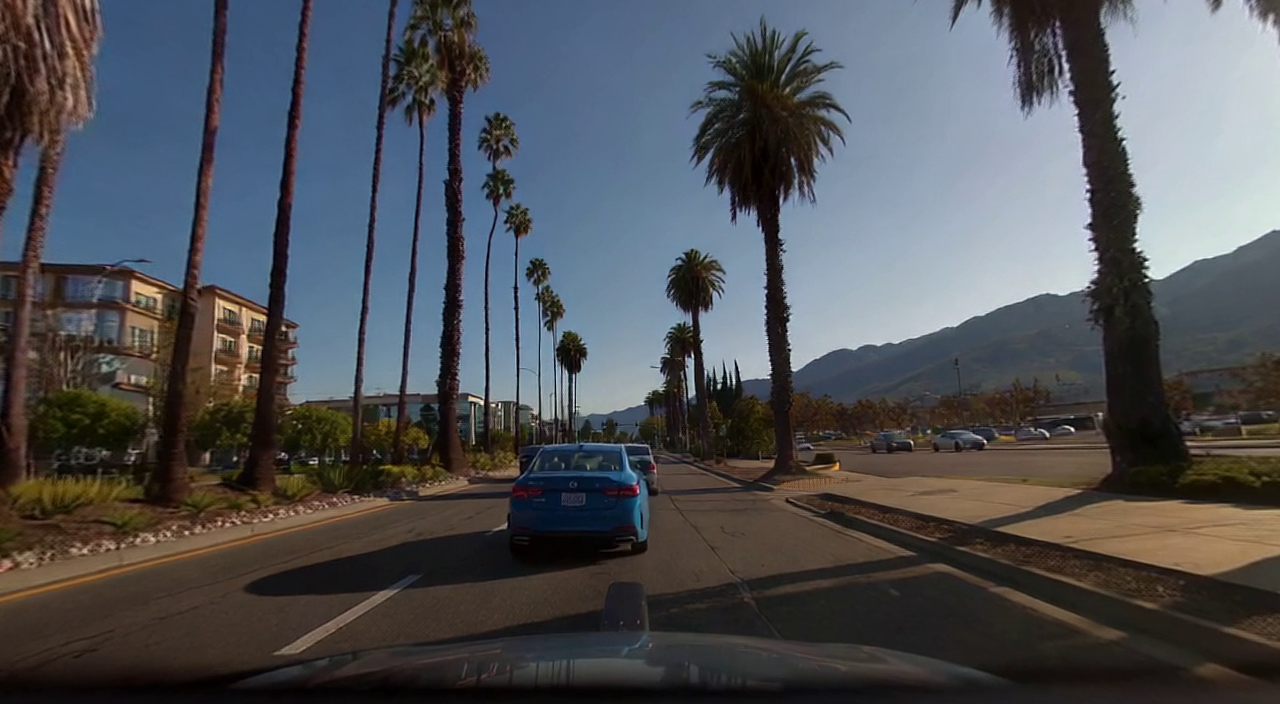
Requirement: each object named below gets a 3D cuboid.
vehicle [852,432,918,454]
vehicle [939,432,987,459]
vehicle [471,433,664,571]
[{"bbox_3d":[19.189,7.177,49.672,1.925,1.652,4.490,6,-10,-34],"label":"vehicle"},{"bbox_3d":[19.586,5.646,38.183,1.961,1.526,4.640,-6,-10,33],"label":"vehicle"},{"bbox_3d":[-0.863,1.907,8.817,2.067,1.459,3.886,0,-8,-3],"label":"vehicle"}]
